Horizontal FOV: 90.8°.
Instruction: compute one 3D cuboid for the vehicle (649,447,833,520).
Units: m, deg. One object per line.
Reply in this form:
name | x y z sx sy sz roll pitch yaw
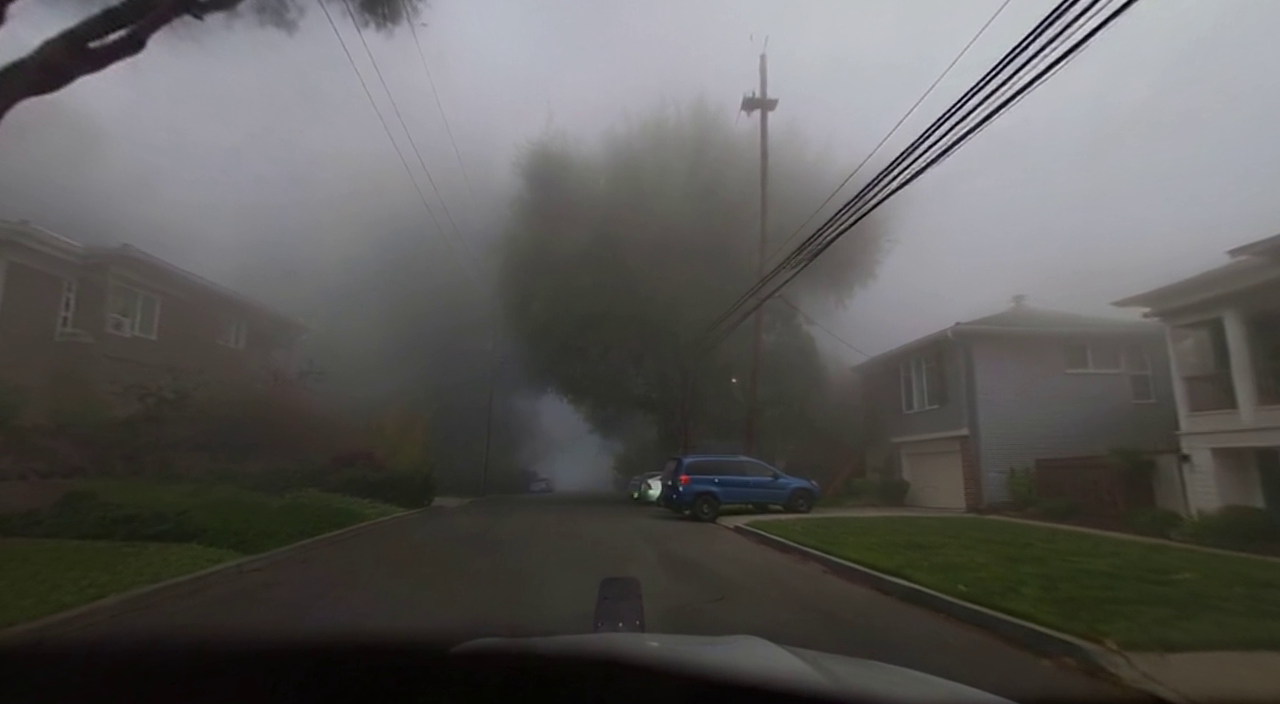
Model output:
vehicle | 2.563 3.410 16.748 4.413 1.728 1.869 1 -9 -8
